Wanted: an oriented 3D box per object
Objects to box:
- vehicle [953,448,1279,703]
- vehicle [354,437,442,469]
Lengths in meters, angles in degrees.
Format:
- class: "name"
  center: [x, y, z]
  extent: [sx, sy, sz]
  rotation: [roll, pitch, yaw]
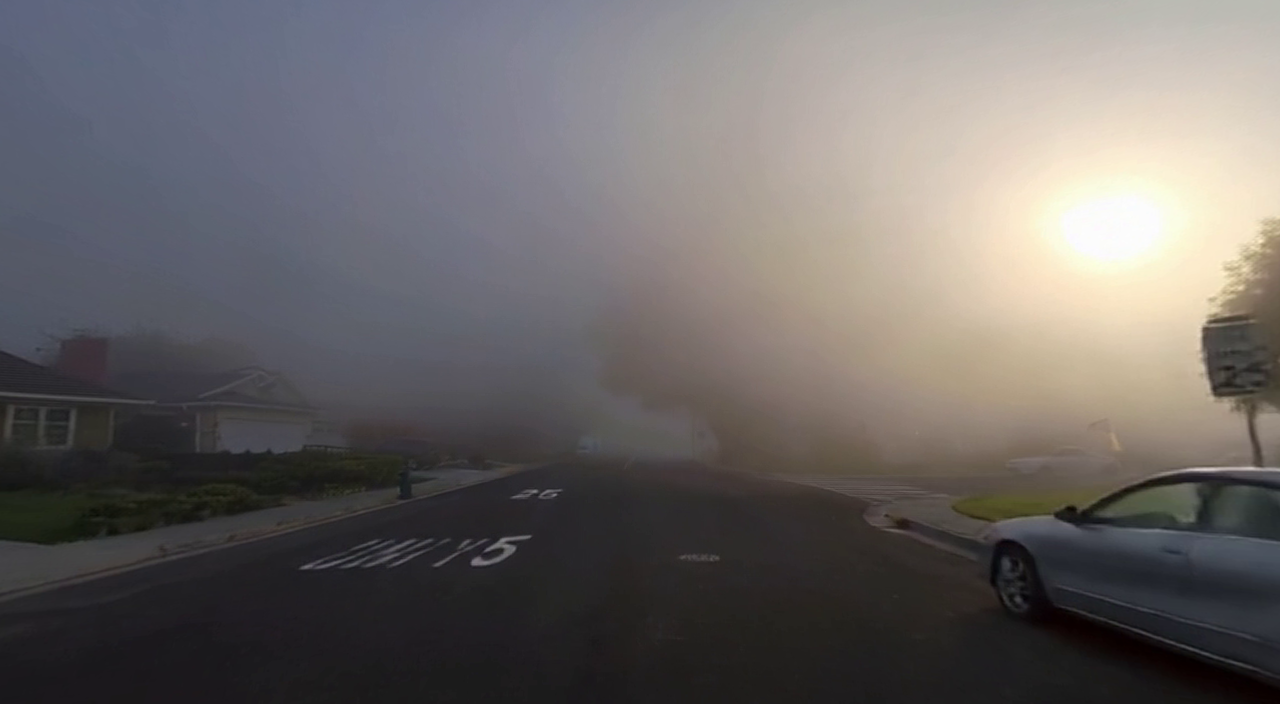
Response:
- class: "vehicle"
  center: [4.102, 1.345, 3.973]
  extent: [1.952, 1.442, 4.529]
  rotation: [0, -8, 0]
- class: "vehicle"
  center: [-12.956, 5.448, 33.981]
  extent: [3.921, 1.629, 1.832]
  rotation: [0, -10, 3]
